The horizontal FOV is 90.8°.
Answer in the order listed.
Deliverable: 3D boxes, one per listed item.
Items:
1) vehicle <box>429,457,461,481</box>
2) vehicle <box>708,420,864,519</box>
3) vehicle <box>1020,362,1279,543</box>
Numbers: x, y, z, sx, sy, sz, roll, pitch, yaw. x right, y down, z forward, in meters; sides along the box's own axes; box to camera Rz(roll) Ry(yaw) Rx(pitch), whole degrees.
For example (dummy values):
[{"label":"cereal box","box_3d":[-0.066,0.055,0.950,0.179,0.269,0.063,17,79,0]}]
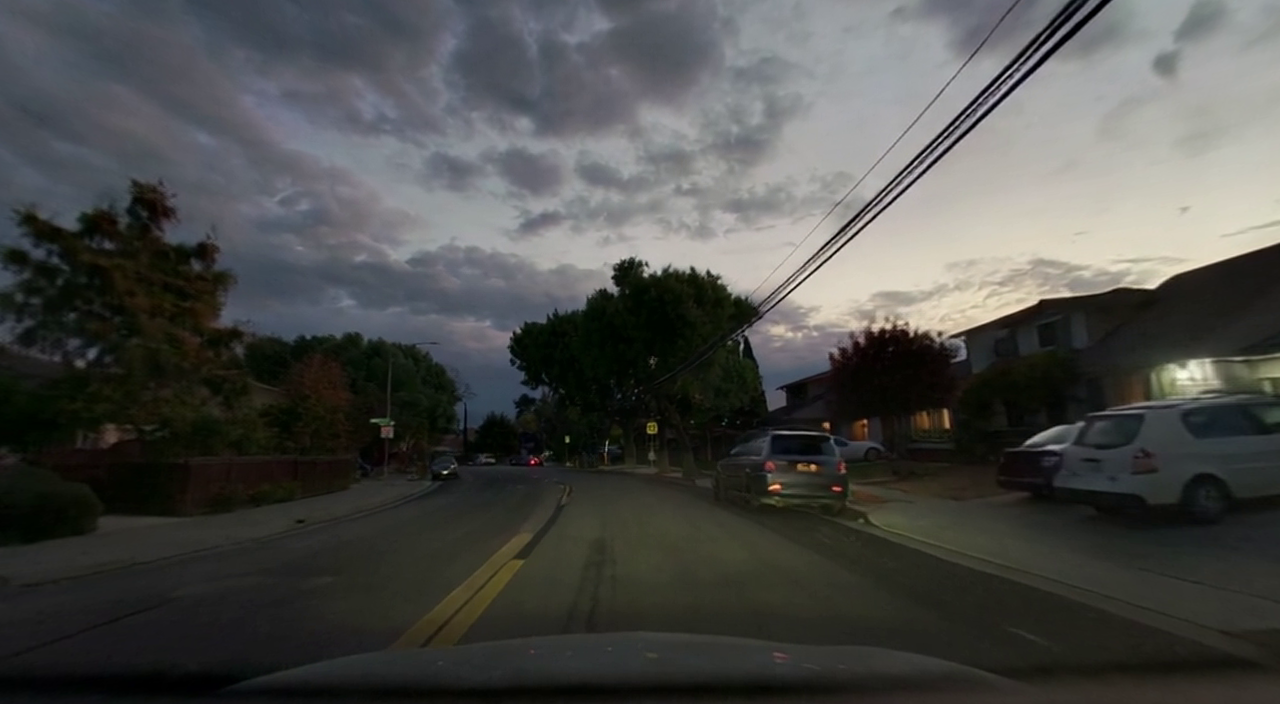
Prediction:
[{"label":"vehicle","box_3d":[-13.440,7.966,43.347,1.902,1.434,4.313,3,-9,-19]},{"label":"vehicle","box_3d":[3.226,2.722,15.203,2.214,1.962,4.733,1,-9,-5]},{"label":"vehicle","box_3d":[8.942,1.326,9.498,4.801,2.139,2.164,-6,-8,-1]}]
